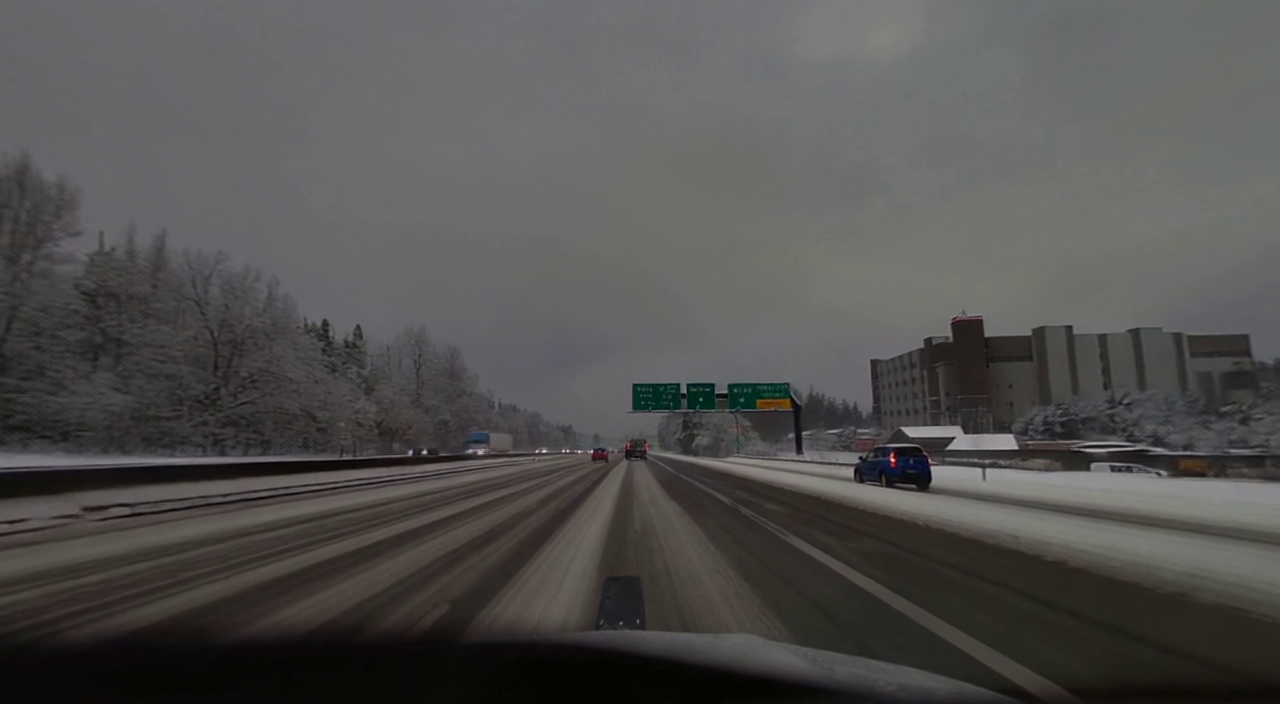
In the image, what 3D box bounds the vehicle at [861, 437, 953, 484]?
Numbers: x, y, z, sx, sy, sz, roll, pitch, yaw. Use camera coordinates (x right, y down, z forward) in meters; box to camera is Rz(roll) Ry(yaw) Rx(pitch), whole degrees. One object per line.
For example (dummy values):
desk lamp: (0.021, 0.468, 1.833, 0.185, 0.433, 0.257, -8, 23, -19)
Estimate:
vehicle: (14.330, 5.877, 34.307, 2.411, 2.326, 5.300, 0, -9, -3)
